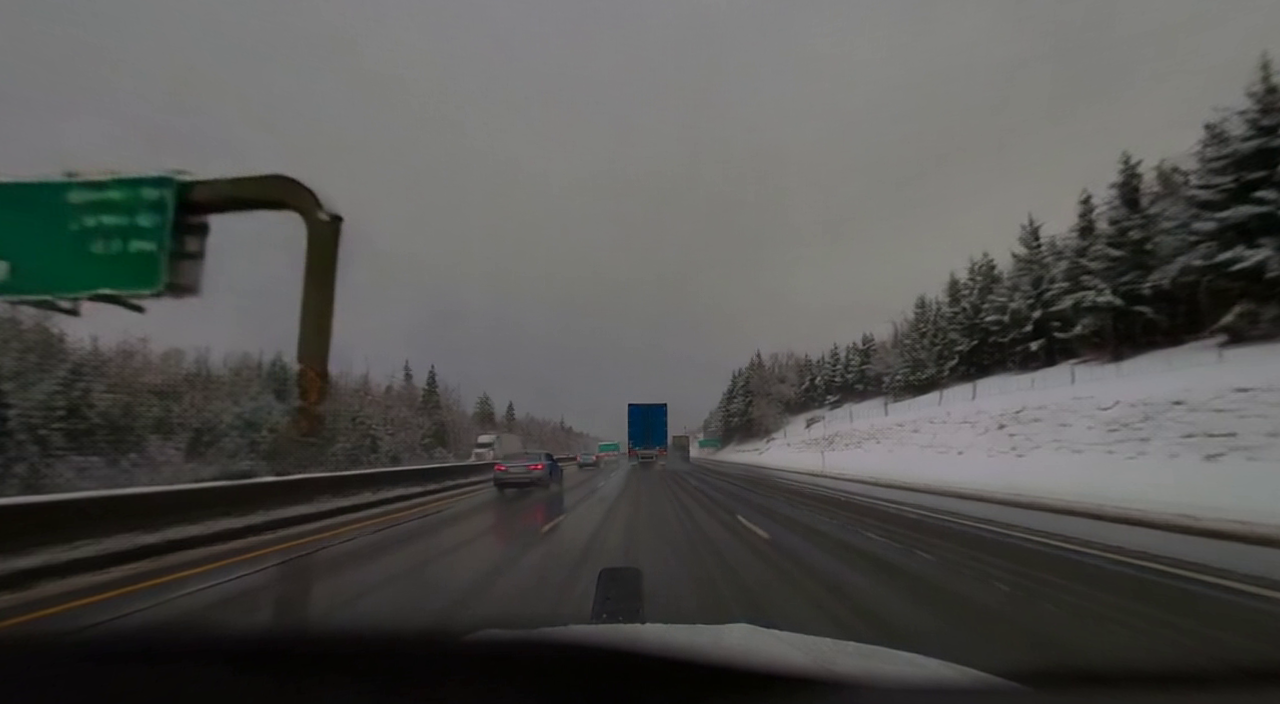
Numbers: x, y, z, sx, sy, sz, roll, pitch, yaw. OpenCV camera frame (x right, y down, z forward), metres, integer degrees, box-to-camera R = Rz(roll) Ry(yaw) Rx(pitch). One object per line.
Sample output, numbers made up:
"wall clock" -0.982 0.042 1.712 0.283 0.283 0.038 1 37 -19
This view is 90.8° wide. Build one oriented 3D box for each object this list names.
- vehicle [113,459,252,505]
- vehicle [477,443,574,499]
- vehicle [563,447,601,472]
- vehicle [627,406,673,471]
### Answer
"vehicle" -17.028 4.826 23.823 1.833 1.480 4.549 0 -9 0
"vehicle" -3.359 3.582 19.466 2.053 1.489 4.740 0 -9 1
"vehicle" -3.712 6.949 41.042 2.051 1.537 4.111 0 -9 0
"vehicle" 0.601 6.242 45.194 2.919 4.048 11.010 0 -9 0
